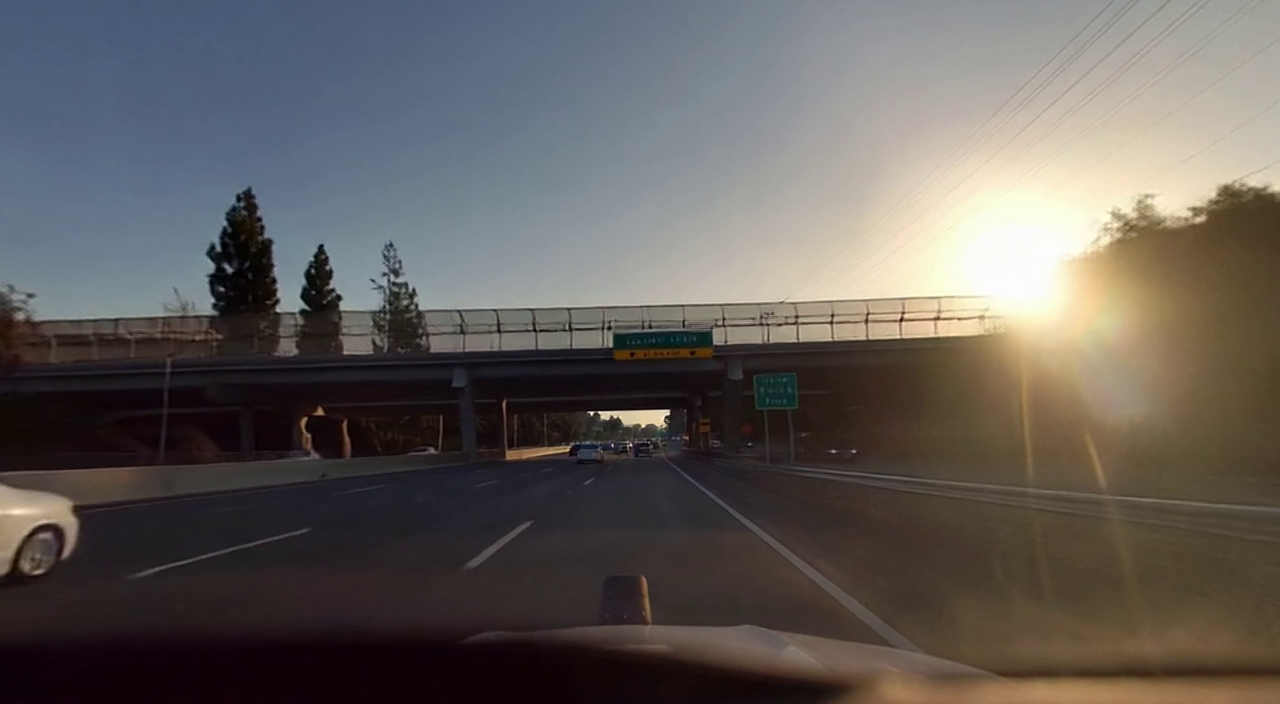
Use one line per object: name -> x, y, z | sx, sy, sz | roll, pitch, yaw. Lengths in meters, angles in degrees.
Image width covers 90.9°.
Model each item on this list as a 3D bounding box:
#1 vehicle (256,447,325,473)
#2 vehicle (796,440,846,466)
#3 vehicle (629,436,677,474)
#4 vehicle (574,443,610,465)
vehicle -> -22.195, 6.873, 40.277 | 1.892, 1.531, 4.346 | 0, -8, 1
vehicle -> 12.530, 6.982, 43.895 | 2.009, 1.675, 4.196 | 1, -8, -3
vehicle -> 0.592, 4.910, 30.290 | 2.152, 1.697, 4.066 | 0, -8, 0
vehicle -> -3.235, 6.985, 43.366 | 2.056, 1.464, 4.564 | 0, -8, 1
